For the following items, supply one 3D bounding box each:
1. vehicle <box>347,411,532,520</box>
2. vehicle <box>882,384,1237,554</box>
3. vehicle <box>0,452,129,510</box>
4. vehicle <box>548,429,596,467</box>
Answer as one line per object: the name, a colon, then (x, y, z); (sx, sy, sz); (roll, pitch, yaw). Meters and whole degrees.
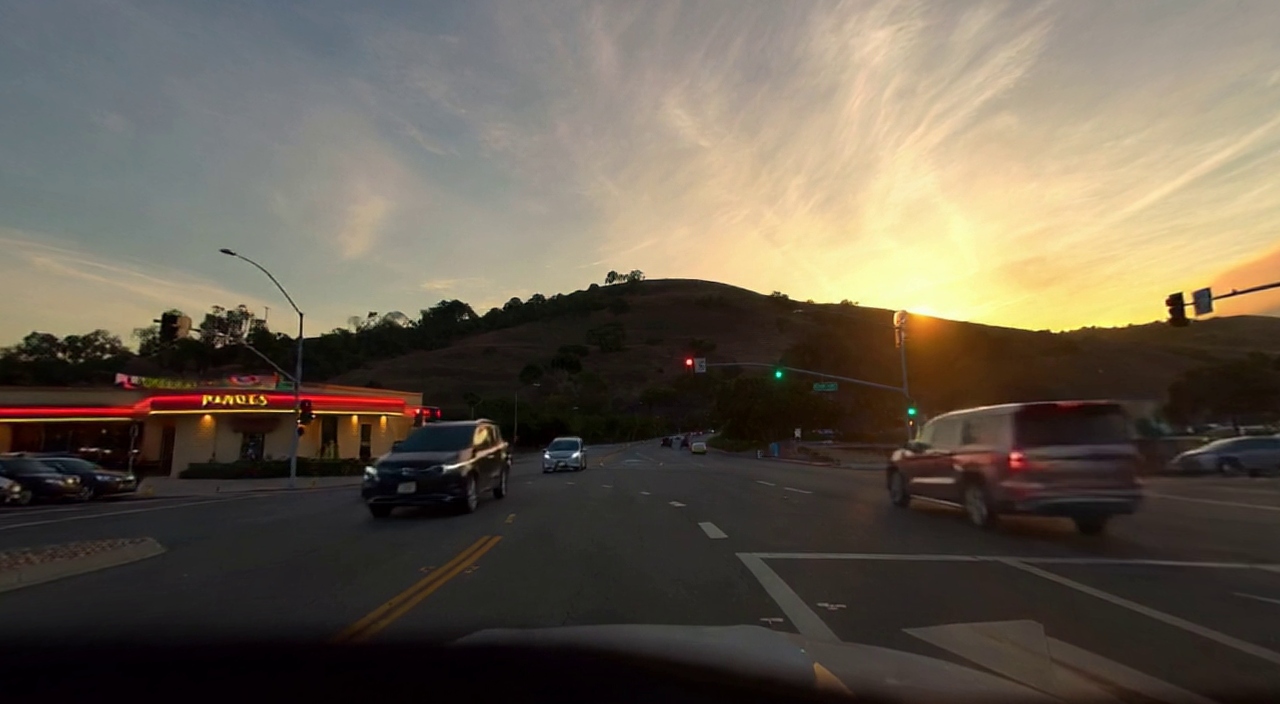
vehicle: (-4.542, 2.701, 15.525); (2.662, 2.197, 5.454); (0, -8, 1)
vehicle: (6.495, 1.904, 10.862); (2.388, 2.201, 5.139); (0, -9, -2)
vehicle: (-19.792, 4.140, 20.518); (4.440, 1.748, 2.033); (0, -9, 1)
vehicle: (-4.312, 6.234, 40.940); (2.318, 2.325, 5.910); (0, -8, 1)
